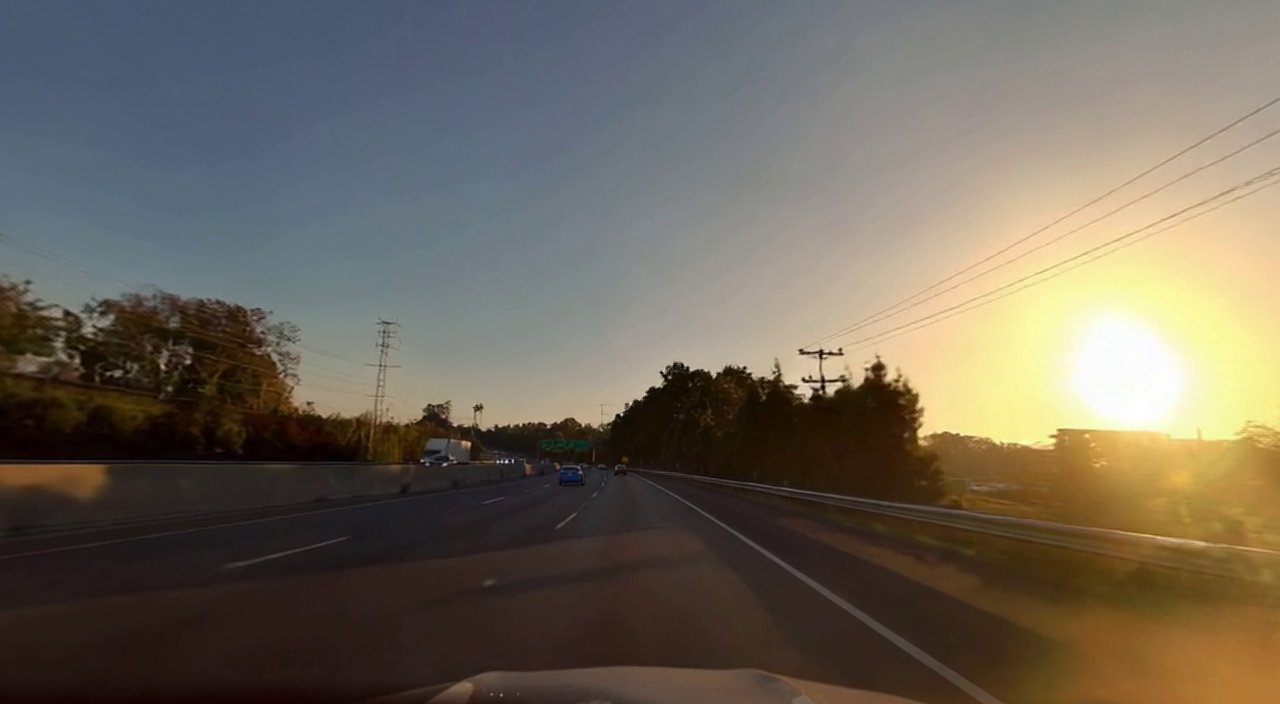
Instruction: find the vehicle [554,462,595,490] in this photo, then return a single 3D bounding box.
[{"bbox_3d":[-4.238,8.119,41.445,2.194,1.704,4.421,1,-10,0],"label":"vehicle"}]
